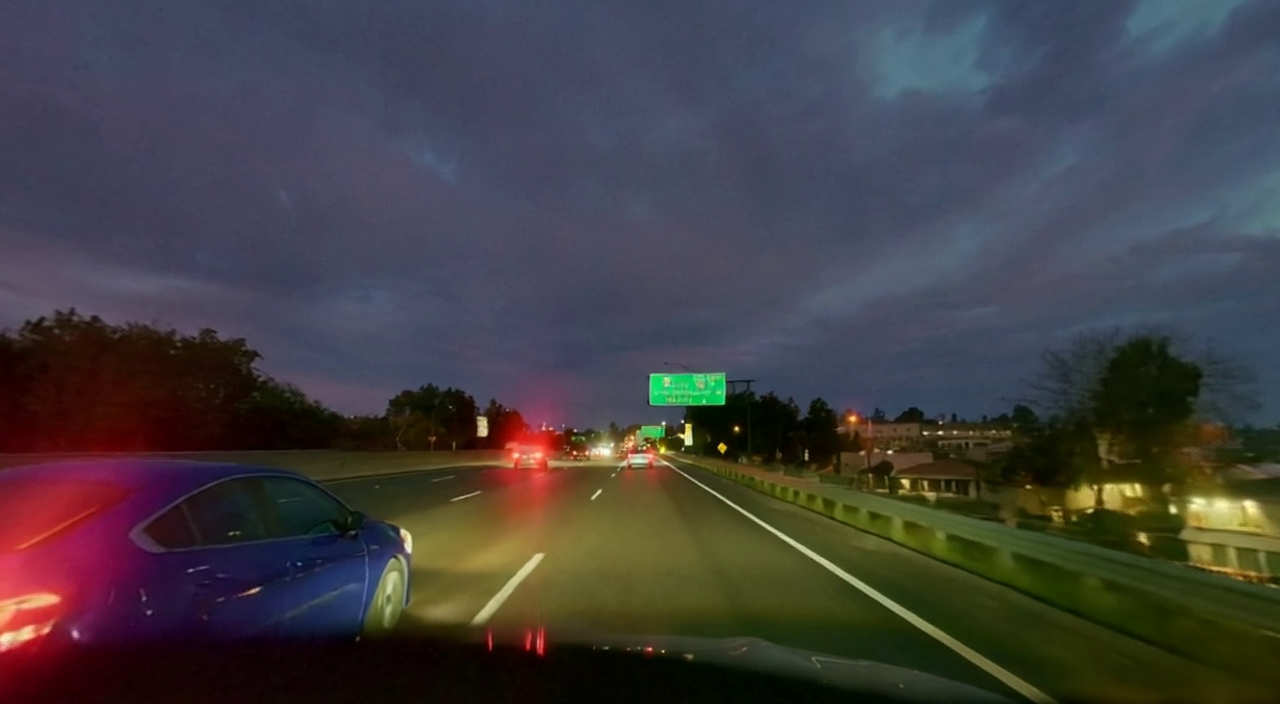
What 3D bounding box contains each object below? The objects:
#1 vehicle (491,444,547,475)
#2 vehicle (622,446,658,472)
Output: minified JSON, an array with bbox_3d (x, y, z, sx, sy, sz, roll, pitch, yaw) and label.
[{"bbox_3d":[-6.404,5.703,33.787,2.075,1.528,4.327,0,-8,1],"label":"vehicle"},{"bbox_3d":[0.003,6.312,37.454,2.051,1.443,3.770,0,-8,0],"label":"vehicle"}]
